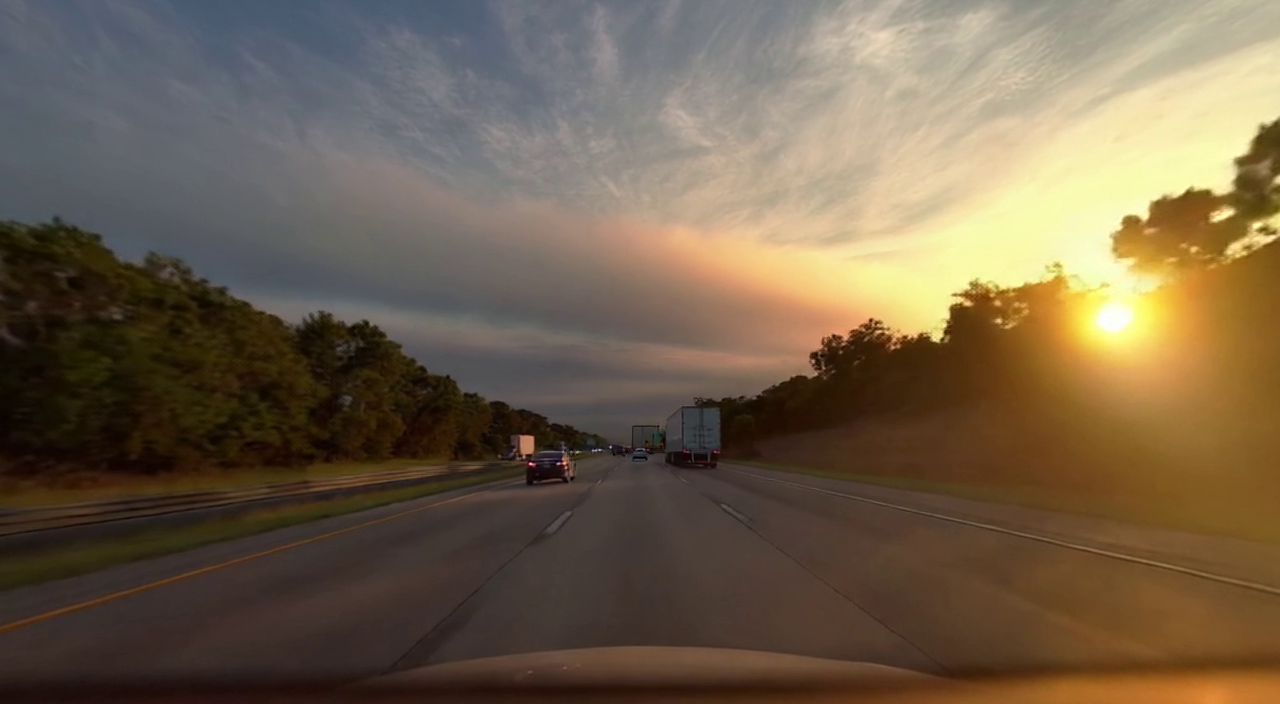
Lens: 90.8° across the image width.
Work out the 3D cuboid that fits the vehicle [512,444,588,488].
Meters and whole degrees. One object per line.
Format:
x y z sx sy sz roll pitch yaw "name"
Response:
-3.174 4.134 23.194 2.121 1.445 4.651 0 -9 0 "vehicle"
